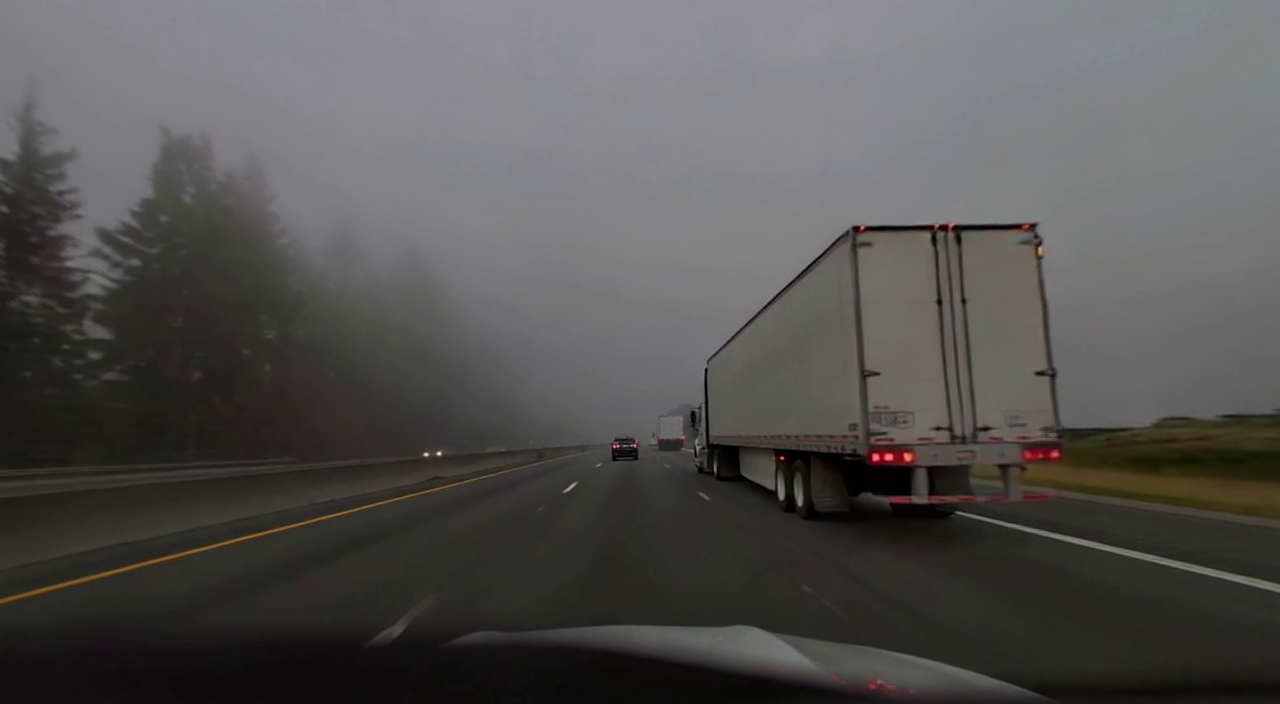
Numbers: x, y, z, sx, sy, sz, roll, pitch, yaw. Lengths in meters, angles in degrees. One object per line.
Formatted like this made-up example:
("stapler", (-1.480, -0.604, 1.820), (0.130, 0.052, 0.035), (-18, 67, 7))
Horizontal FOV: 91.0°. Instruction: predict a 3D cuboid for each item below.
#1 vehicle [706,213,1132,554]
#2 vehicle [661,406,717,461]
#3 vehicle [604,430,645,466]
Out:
("vehicle", (4.043, 1.322, 14.763), (3.005, 4.121, 14.417), (0, -8, -2))
("vehicle", (3.462, 6.212, 47.491), (2.947, 3.657, 11.192), (0, -8, -2))
("vehicle", (-0.875, 5.490, 36.048), (2.211, 1.933, 4.315), (0, -8, -2))
